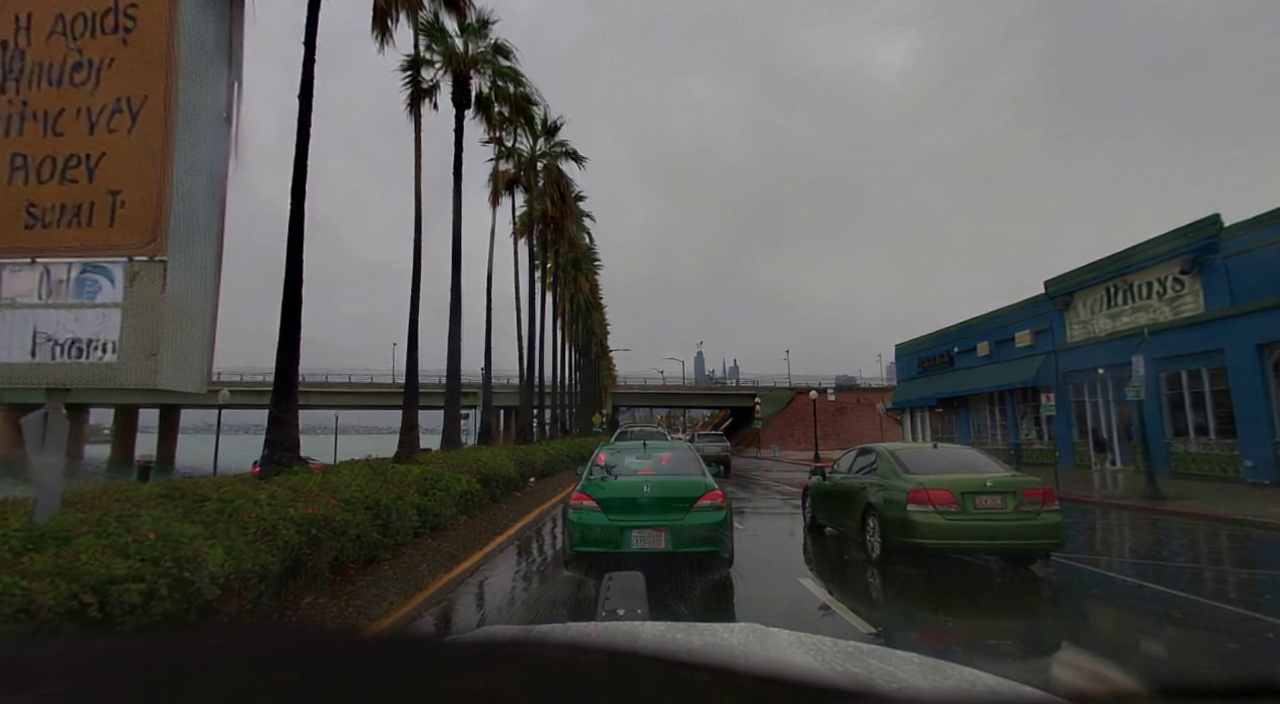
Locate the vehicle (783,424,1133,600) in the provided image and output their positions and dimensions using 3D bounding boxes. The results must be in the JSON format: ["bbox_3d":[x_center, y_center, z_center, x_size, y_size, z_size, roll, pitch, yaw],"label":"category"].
[{"bbox_3d":[3.259,1.719,7.722,1.920,1.490,4.417,0,-9,-1],"label":"vehicle"}]

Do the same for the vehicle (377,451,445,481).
[{"bbox_3d":[-14.962,7.472,41.678,2.104,1.802,4.852,-1,-9,8],"label":"vehicle"}]

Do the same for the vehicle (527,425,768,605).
[{"bbox_3d":[0.058,1.670,7.289,2.048,1.503,3.681,0,-9,0],"label":"vehicle"}]
